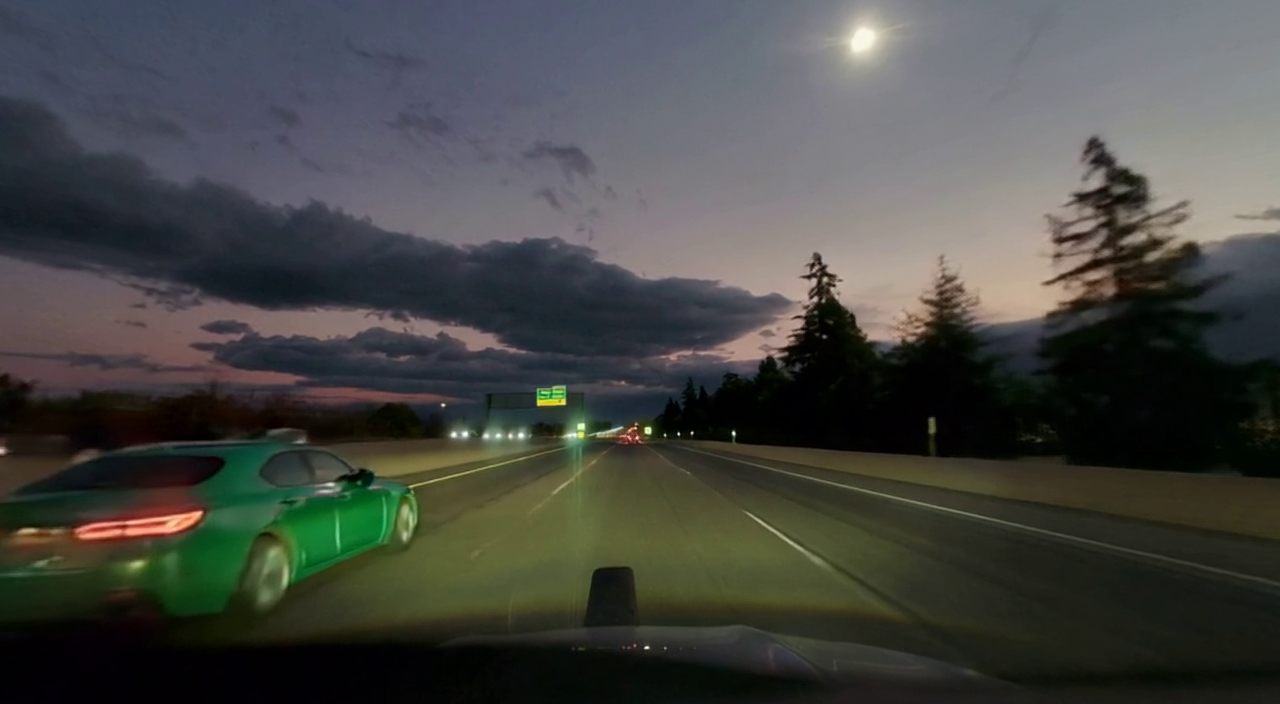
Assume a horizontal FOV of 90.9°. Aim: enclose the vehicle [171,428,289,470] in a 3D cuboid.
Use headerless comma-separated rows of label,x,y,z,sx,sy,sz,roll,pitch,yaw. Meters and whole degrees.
vehicle,-15.720,3.742,24.452,1.839,1.480,4.165,0,-8,-1
